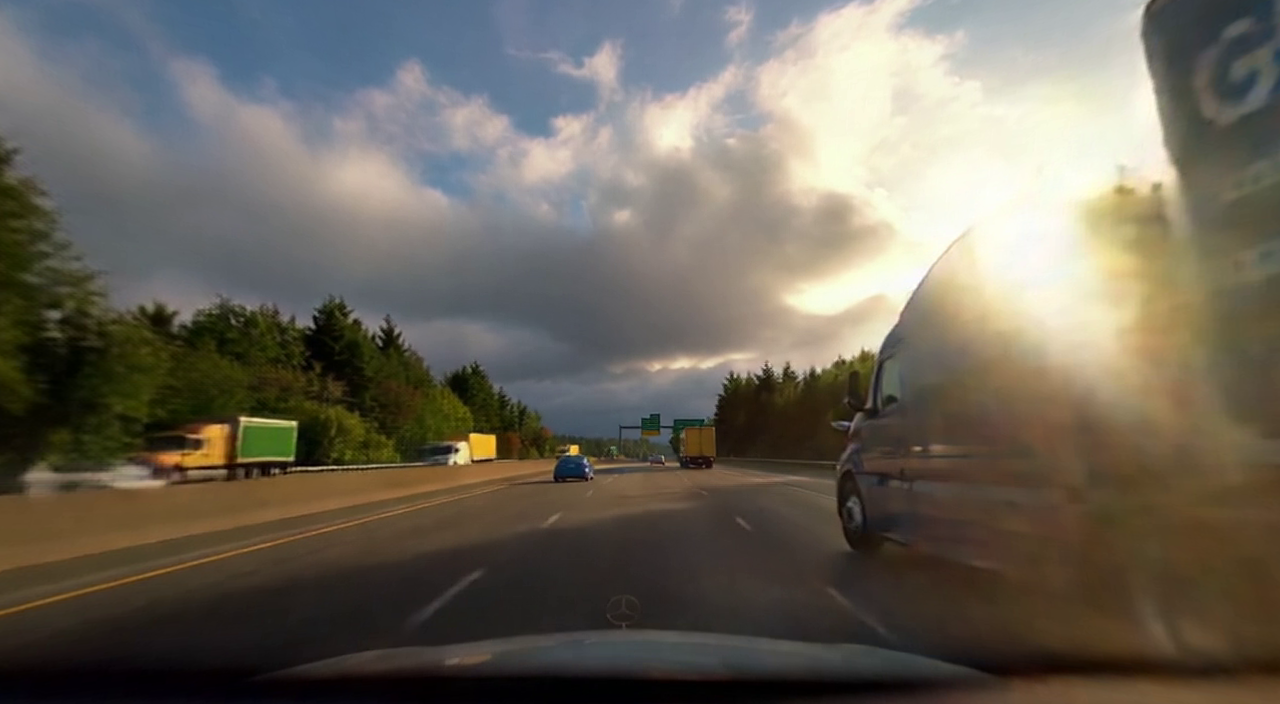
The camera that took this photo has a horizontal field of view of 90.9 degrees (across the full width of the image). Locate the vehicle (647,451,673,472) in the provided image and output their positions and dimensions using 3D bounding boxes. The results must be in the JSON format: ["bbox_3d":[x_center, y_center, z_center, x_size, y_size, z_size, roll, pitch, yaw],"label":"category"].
[{"bbox_3d":[1.567,8.622,49.797,1.957,1.541,4.099,0,-9,1],"label":"vehicle"}]

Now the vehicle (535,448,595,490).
[{"bbox_3d":[-3.033,4.867,26.499,1.960,1.579,4.384,0,-9,0],"label":"vehicle"}]

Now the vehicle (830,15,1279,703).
[{"bbox_3d":[4.411,0.368,6.356,3.020,3.962,5.781,0,-9,-1],"label":"vehicle"}]

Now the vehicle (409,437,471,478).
[{"bbox_3d":[-14.137,7.489,44.897,2.210,2.679,5.840,-1,-9,3],"label":"vehicle"}]

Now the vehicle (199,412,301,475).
[{"bbox_3d":[-22.301,5.313,36.377,2.385,3.298,5.011,-1,-9,2],"label":"vehicle"}]

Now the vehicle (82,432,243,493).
[{"bbox_3d":[-22.398,5.228,30.098,2.614,2.602,6.122,0,-9,2],"label":"vehicle"}]
